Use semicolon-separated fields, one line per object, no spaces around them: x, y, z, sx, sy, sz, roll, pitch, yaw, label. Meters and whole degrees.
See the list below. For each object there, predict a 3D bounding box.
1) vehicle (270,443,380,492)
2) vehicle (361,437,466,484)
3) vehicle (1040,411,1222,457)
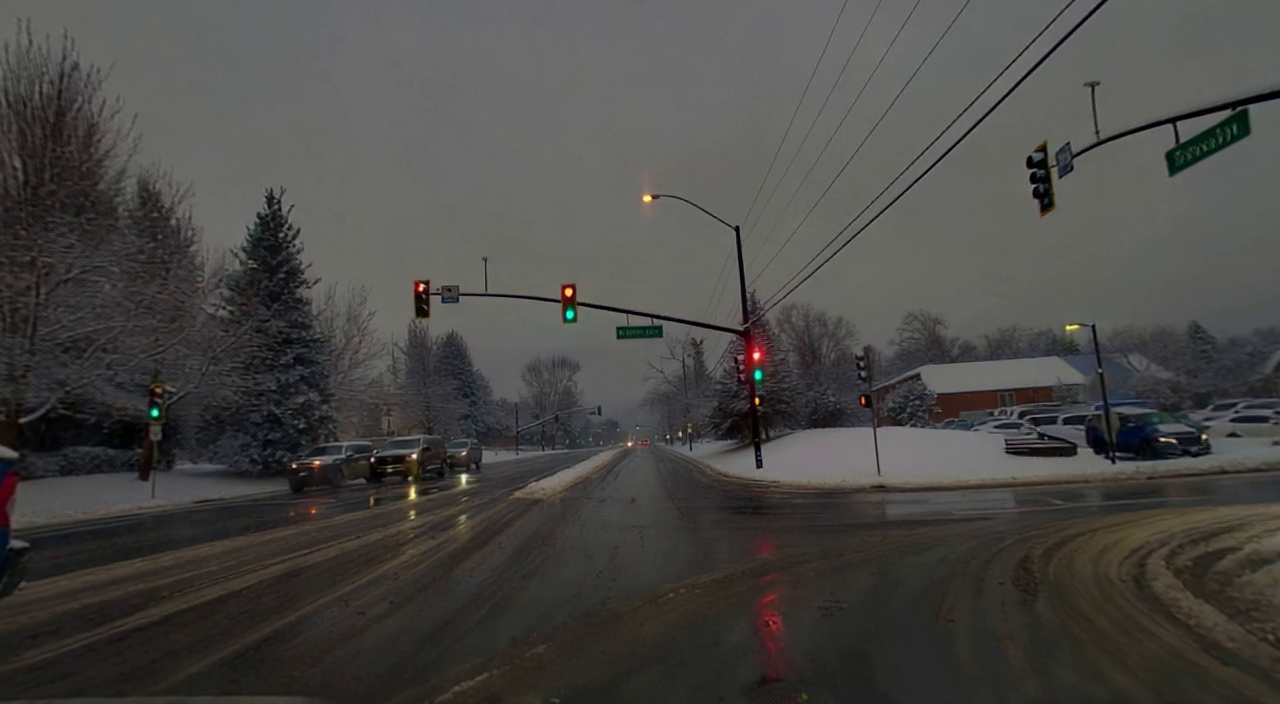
-13.777;5.062;28.060;2.306;1.957;4.968;0;-9;-1;vehicle
-10.149;4.927;28.984;2.664;1.940;5.702;0;-9;0;vehicle
16.938;2.908;22.113;4.560;1.453;1.851;-3;-9;18;vehicle
